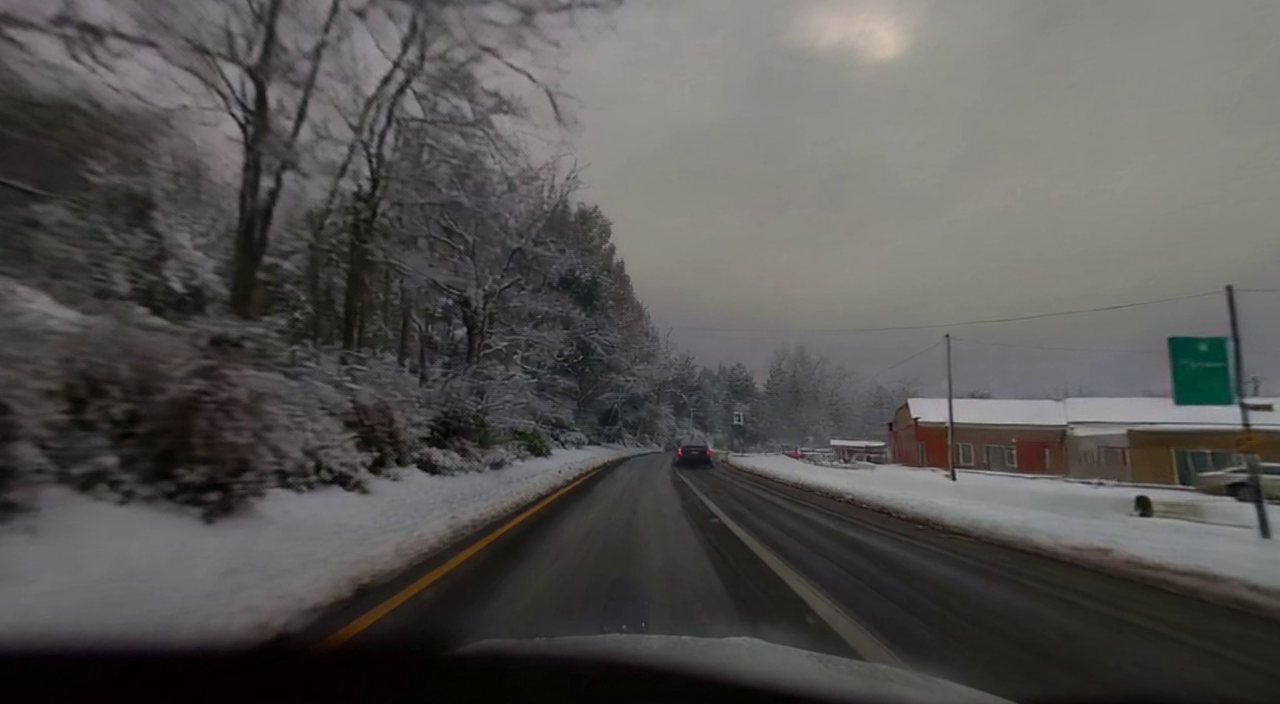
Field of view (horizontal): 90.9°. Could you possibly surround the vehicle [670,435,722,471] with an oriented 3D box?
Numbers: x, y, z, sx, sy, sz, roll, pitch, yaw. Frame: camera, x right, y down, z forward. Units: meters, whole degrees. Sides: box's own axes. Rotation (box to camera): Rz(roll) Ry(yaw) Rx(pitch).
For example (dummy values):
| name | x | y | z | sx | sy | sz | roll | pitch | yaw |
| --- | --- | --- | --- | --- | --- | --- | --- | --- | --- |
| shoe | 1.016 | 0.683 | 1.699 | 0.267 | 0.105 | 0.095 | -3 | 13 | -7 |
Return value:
| name | x | y | z | sx | sy | sz | roll | pitch | yaw |
| --- | --- | --- | --- | --- | --- | --- | --- | --- | --- |
| vehicle | 2.436 | 4.529 | 28.554 | 1.956 | 1.473 | 4.640 | 0 | -8 | 0 |
